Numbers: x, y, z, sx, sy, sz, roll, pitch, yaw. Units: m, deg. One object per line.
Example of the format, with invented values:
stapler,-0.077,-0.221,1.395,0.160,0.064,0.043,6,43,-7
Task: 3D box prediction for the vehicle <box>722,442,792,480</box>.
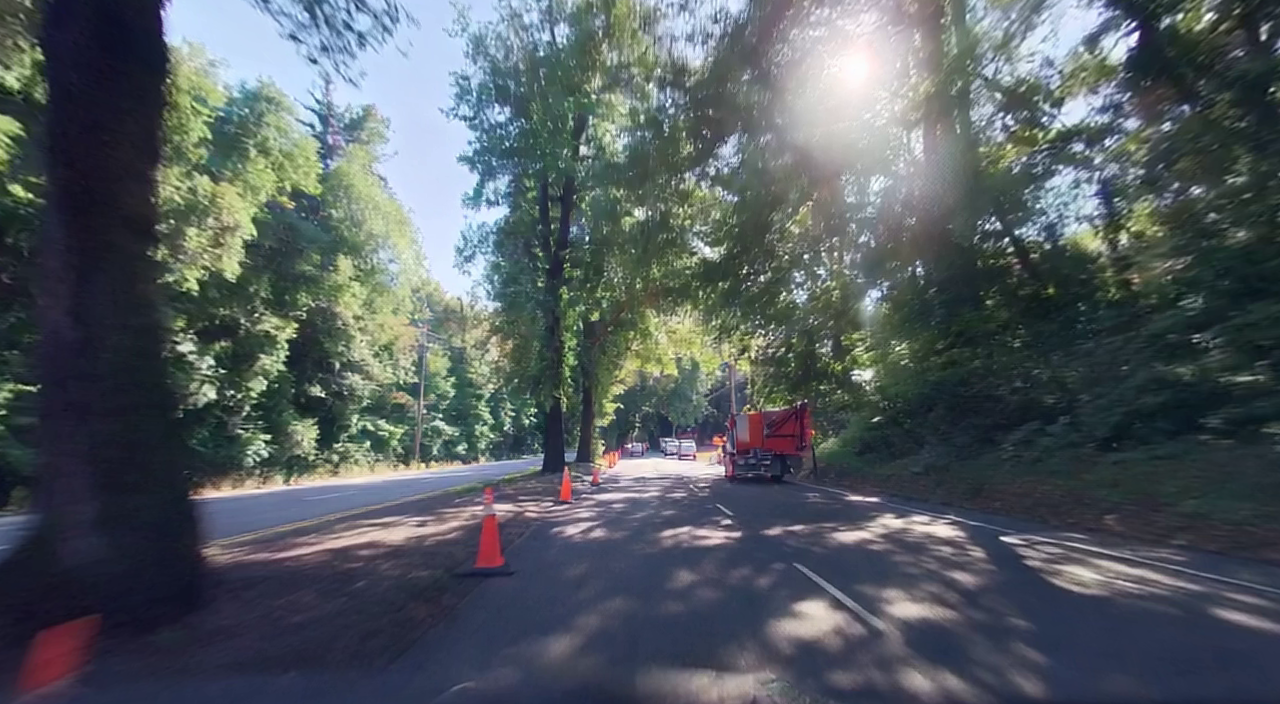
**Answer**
vehicle,5.564,5.251,30.796,2.324,1.655,5.738,0,-8,0
